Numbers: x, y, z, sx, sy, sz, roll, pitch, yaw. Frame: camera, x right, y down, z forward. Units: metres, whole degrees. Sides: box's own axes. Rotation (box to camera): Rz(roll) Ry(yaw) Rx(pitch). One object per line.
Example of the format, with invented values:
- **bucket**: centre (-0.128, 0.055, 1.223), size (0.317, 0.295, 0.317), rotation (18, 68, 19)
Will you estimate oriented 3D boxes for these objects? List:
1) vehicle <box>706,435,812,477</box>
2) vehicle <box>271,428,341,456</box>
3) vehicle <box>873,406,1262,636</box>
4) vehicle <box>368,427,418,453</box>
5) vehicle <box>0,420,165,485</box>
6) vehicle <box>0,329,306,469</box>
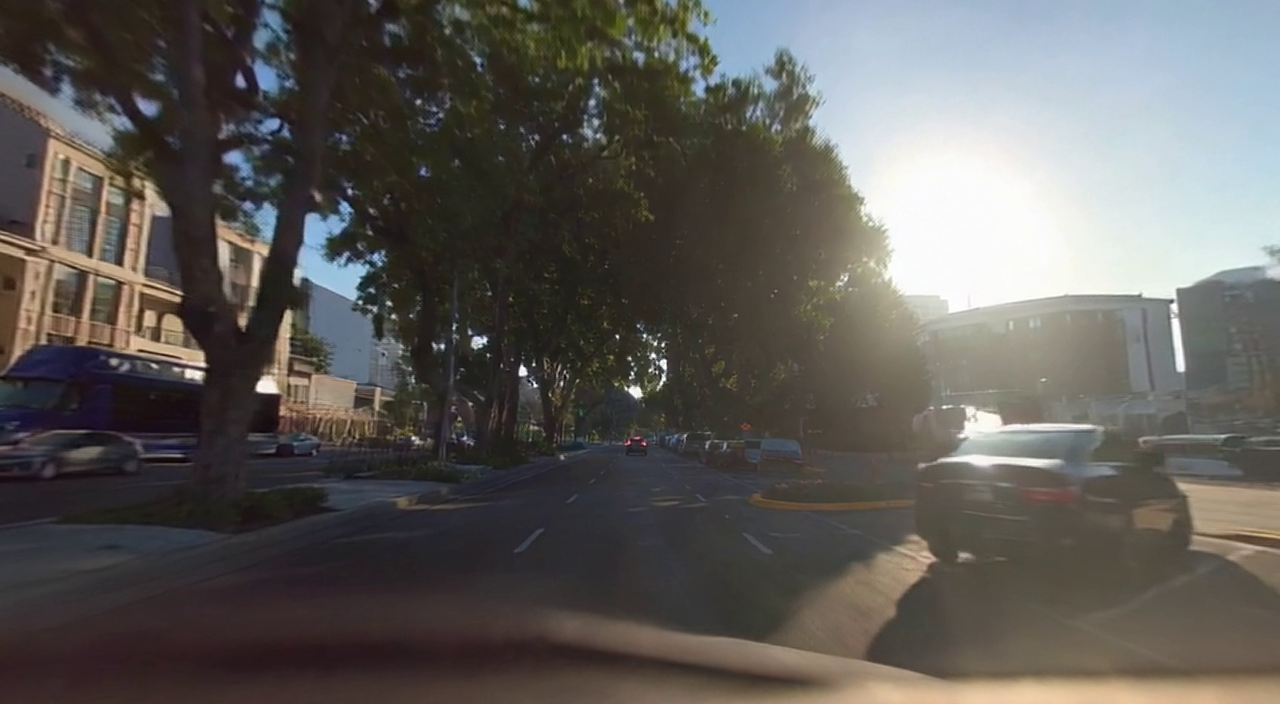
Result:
- **vehicle**: centre (4.614, 3.961, 24.287), size (3.896, 1.488, 1.868), rotation (6, -10, -38)
- **vehicle**: centre (-18.944, 5.136, 35.913), size (1.828, 1.502, 4.103), rotation (0, -8, -1)
- **vehicle**: centre (4.539, 1.401, 6.368), size (4.720, 1.487, 1.876), rotation (6, -10, -39)
- **vehicle**: centre (-19.057, 6.826, 48.838), size (1.963, 1.843, 4.866), rotation (-1, -8, -1)
- **vehicle**: centre (-15.377, 2.626, 16.672), size (1.909, 1.465, 4.758), rotation (0, -8, -1)
- **vehicle**: centre (-18.858, 2.347, 25.575), size (3.054, 4.140, 14.110), rotation (-1, -8, -1)
